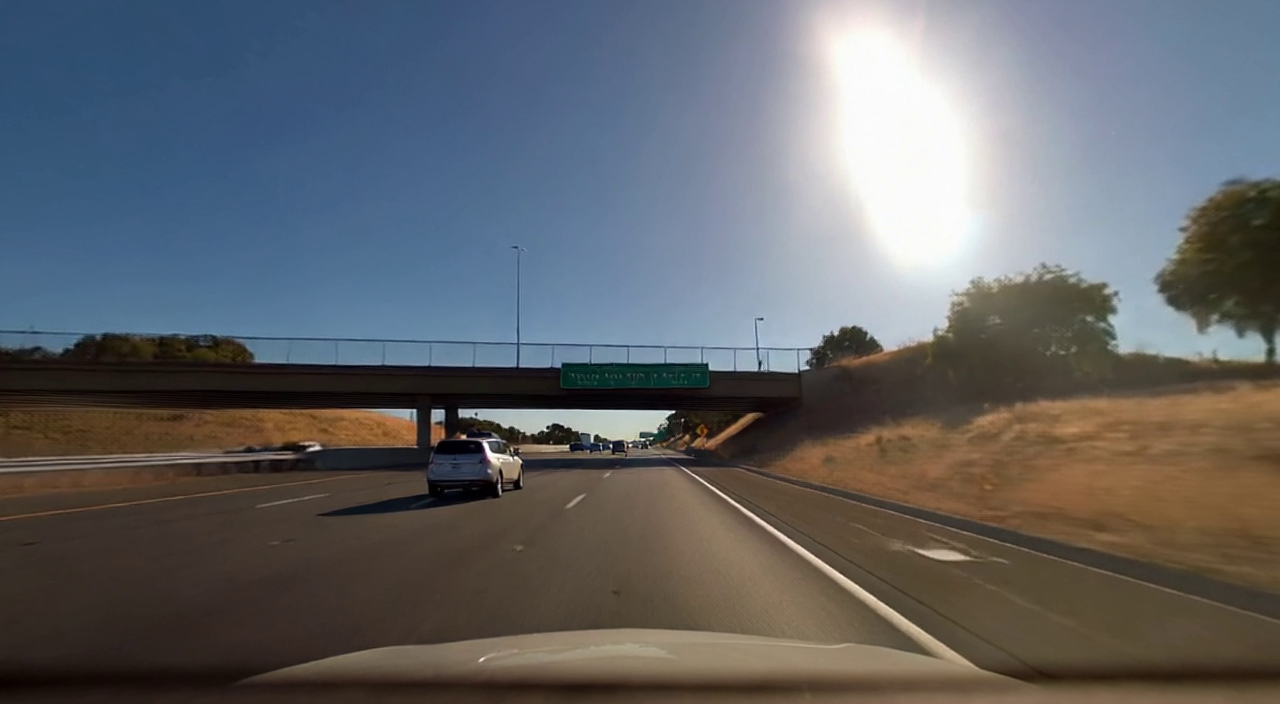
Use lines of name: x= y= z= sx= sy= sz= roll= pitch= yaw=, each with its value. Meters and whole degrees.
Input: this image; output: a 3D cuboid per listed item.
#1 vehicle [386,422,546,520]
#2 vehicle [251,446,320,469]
vehicle: x=-3.385 y=2.411 z=13.231 sx=2.048 sy=1.705 sz=4.384 roll=0 pitch=-8 yaw=1
vehicle: x=-22.877 y=6.803 z=40.711 sx=1.840 sy=1.425 sz=4.316 roll=0 pitch=-8 yaw=1
